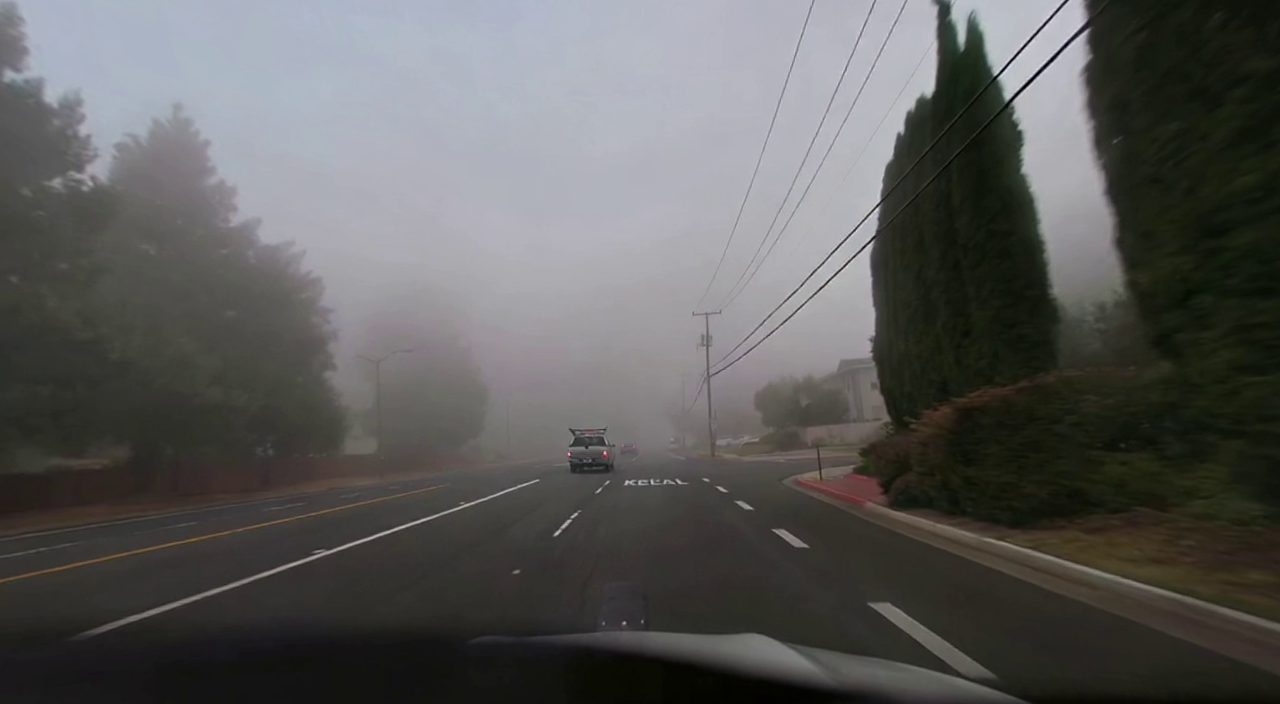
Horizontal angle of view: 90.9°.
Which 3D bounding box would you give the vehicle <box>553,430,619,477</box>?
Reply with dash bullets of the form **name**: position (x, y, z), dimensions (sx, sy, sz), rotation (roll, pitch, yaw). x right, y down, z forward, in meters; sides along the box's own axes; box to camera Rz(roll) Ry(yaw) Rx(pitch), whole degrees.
- **vehicle**: position (-2.236, 4.438, 27.679), dimensions (2.327, 1.861, 4.941), rotation (-1, -9, 2)
